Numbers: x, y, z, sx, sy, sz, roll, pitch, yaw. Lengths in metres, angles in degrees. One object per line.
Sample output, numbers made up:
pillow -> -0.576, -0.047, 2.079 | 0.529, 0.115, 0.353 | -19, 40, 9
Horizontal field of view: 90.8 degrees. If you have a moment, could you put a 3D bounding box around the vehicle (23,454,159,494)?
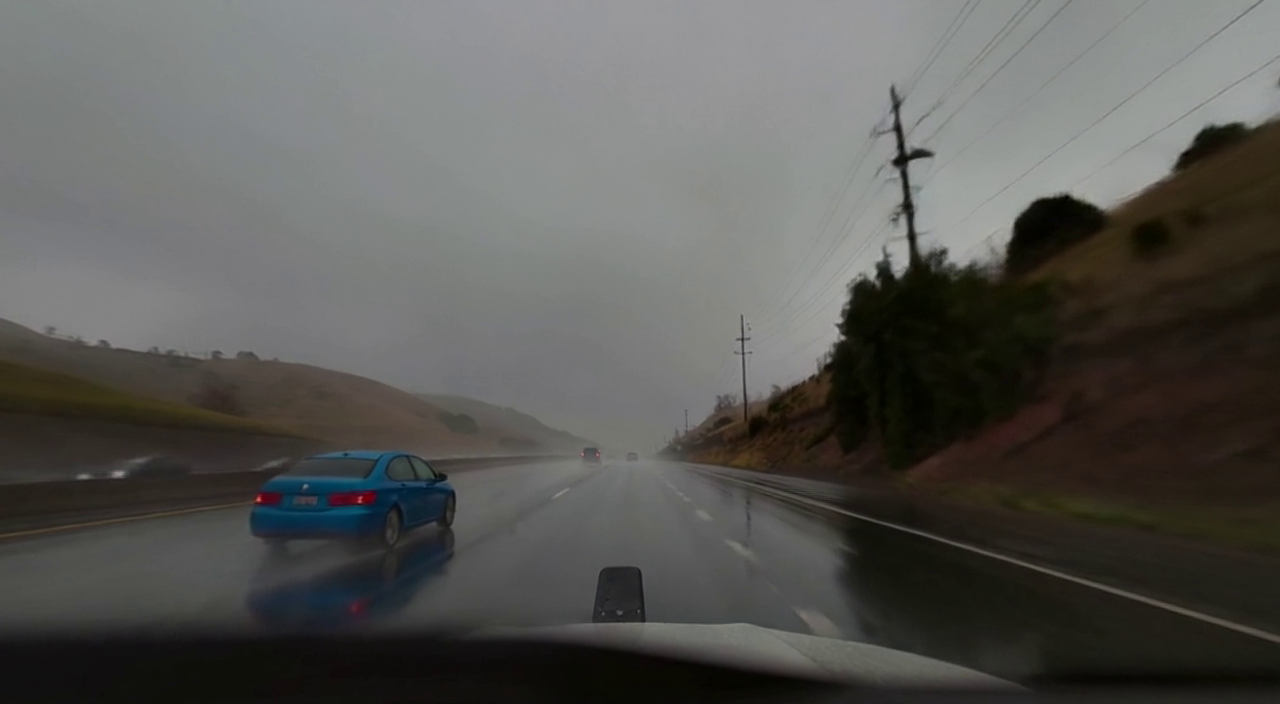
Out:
vehicle -> -25.582, 5.678, 29.765 | 2.003, 1.633, 4.925 | 0, -9, -1

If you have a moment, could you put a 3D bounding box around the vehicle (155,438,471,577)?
vehicle -> -4.224, 2.074, 9.399 | 2.064, 1.489, 4.966 | 0, -9, 0
